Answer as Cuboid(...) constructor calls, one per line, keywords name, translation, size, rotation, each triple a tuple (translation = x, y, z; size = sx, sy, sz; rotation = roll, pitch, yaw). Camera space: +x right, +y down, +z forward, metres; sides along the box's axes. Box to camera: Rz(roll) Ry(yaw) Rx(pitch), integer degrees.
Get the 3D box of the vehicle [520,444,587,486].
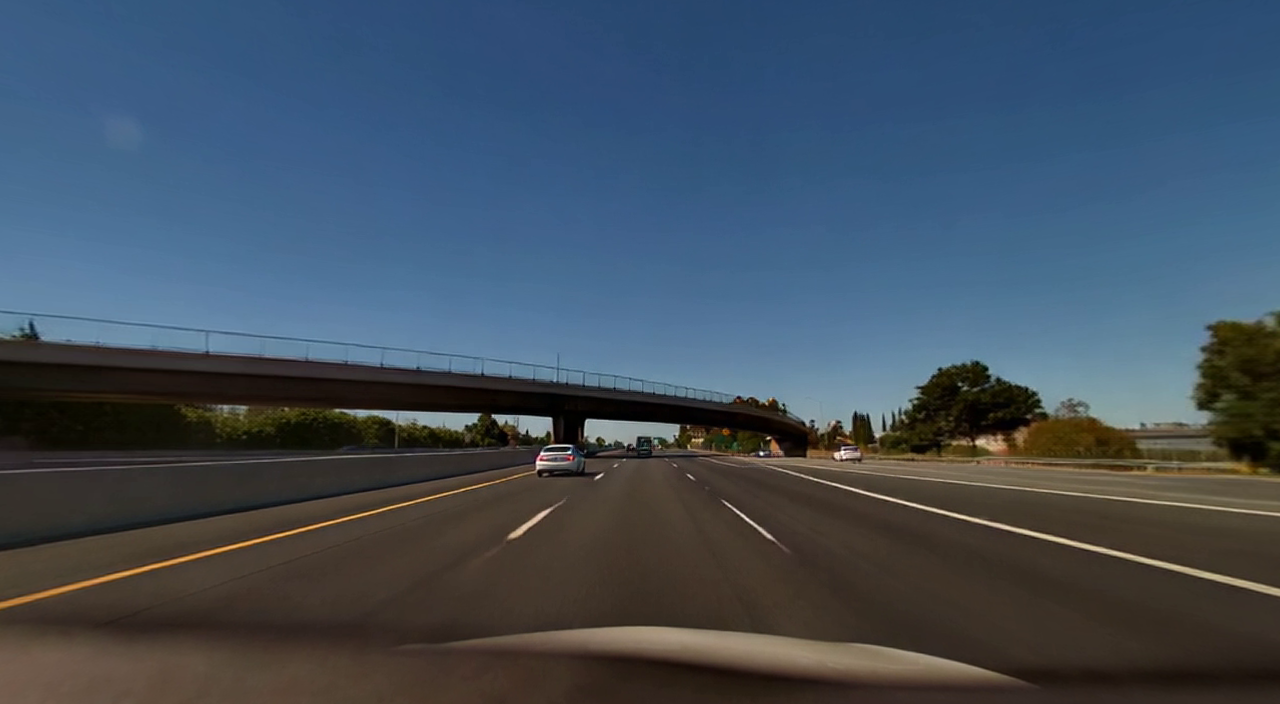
Cuboid(name="vehicle", translation=(-3.310, 4.393, 24.846), size=(1.968, 1.504, 3.892), rotation=(0, -8, 2))
